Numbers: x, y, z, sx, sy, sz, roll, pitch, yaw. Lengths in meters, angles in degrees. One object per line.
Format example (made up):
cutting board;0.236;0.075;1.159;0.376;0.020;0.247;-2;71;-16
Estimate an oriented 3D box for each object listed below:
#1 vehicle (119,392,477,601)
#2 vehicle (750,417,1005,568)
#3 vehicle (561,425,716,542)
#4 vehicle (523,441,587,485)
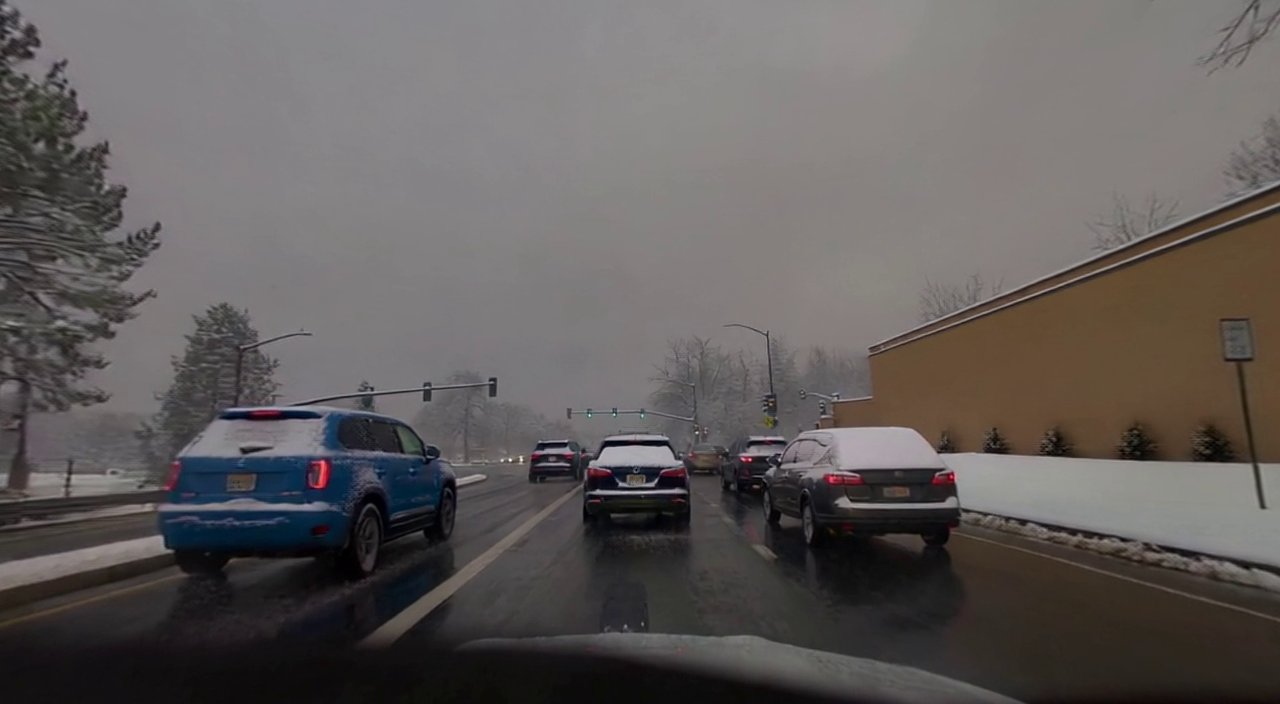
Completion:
vehicle;-3.727;1.654;8.098;2.070;1.913;4.450;0;-8;0
vehicle;3.081;1.911;9.370;2.029;1.702;4.281;0;-8;-1
vehicle;-0.008;2.201;11.182;2.245;1.677;3.913;0;-8;0
vehicle;-3.667;4.886;28.128;2.067;1.759;4.631;0;-8;2
